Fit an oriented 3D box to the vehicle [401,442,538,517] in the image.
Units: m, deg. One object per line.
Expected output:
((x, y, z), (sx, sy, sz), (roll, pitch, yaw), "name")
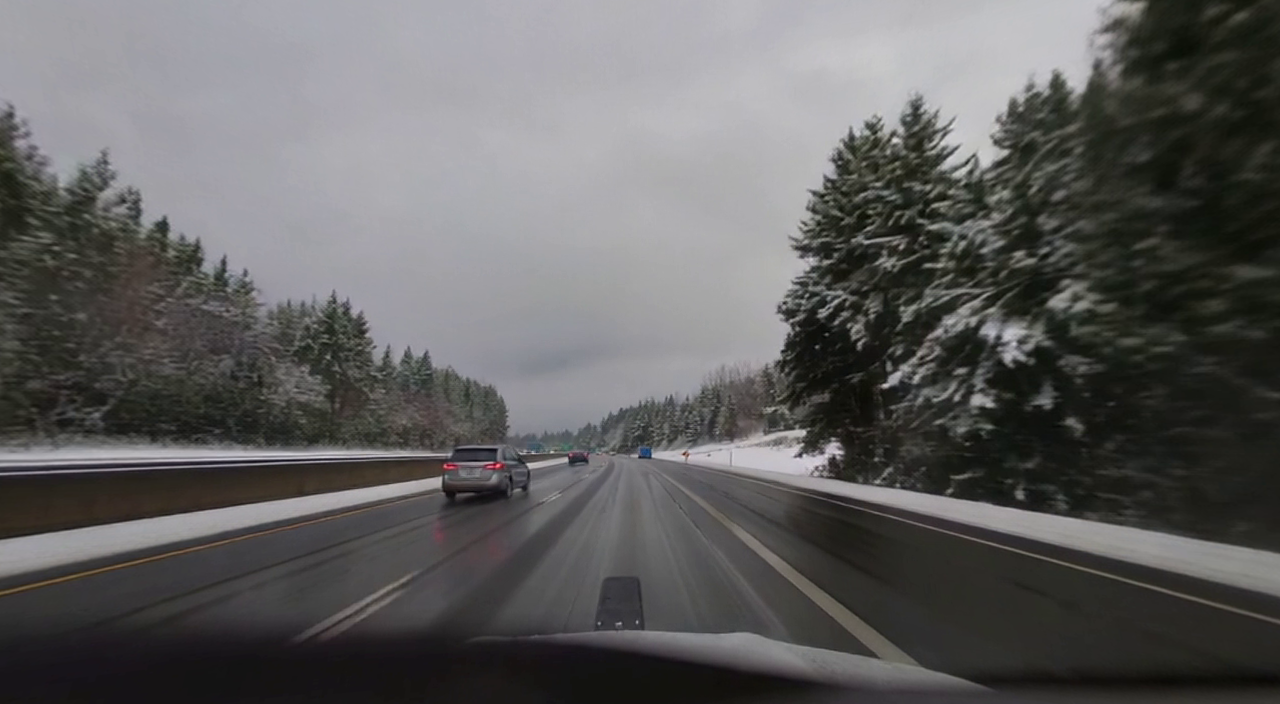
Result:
((-3.887, 2.981, 15.415), (1.957, 1.499, 4.965), (0, -9, 0), "vehicle")
